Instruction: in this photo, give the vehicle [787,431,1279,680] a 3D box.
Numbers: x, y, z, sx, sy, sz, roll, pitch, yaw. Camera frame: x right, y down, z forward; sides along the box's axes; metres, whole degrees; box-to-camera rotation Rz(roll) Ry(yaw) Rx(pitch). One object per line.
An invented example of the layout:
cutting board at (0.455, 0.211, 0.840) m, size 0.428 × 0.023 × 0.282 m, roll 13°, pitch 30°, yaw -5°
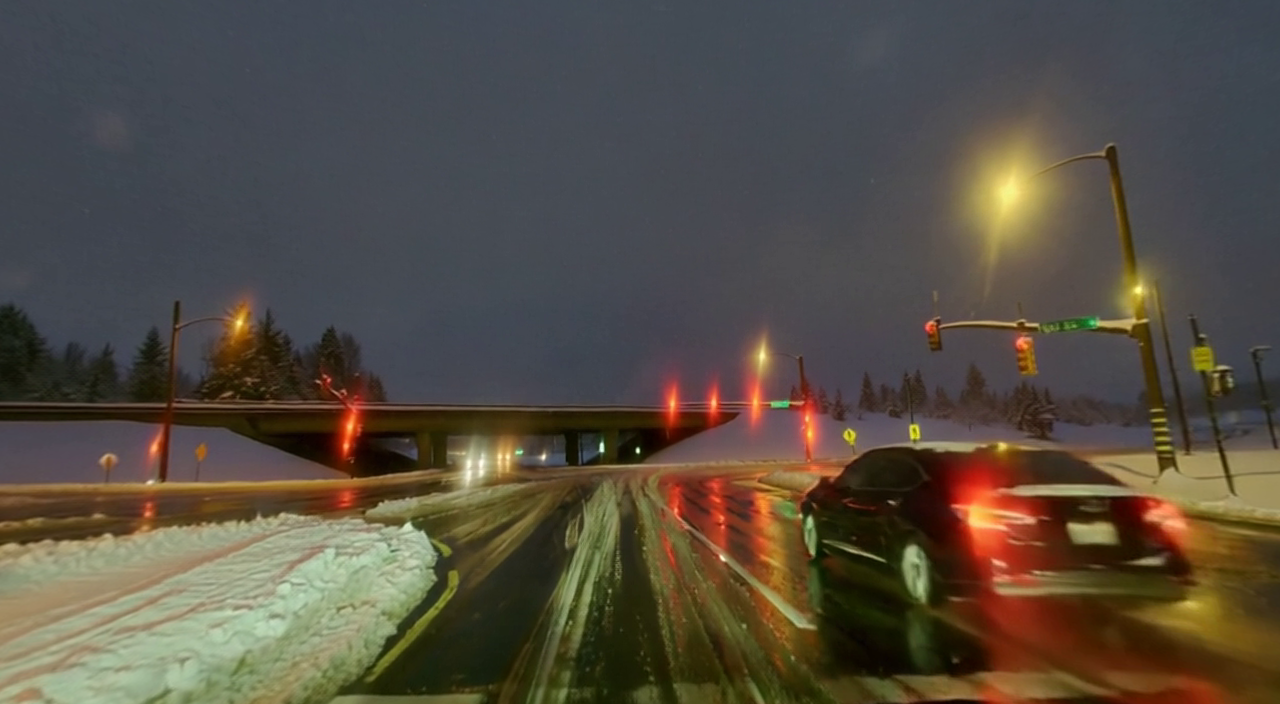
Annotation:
vehicle at (2.905, 1.533, 6.008) m, size 1.909 × 1.425 × 4.521 m, roll 0°, pitch -9°, yaw 0°
